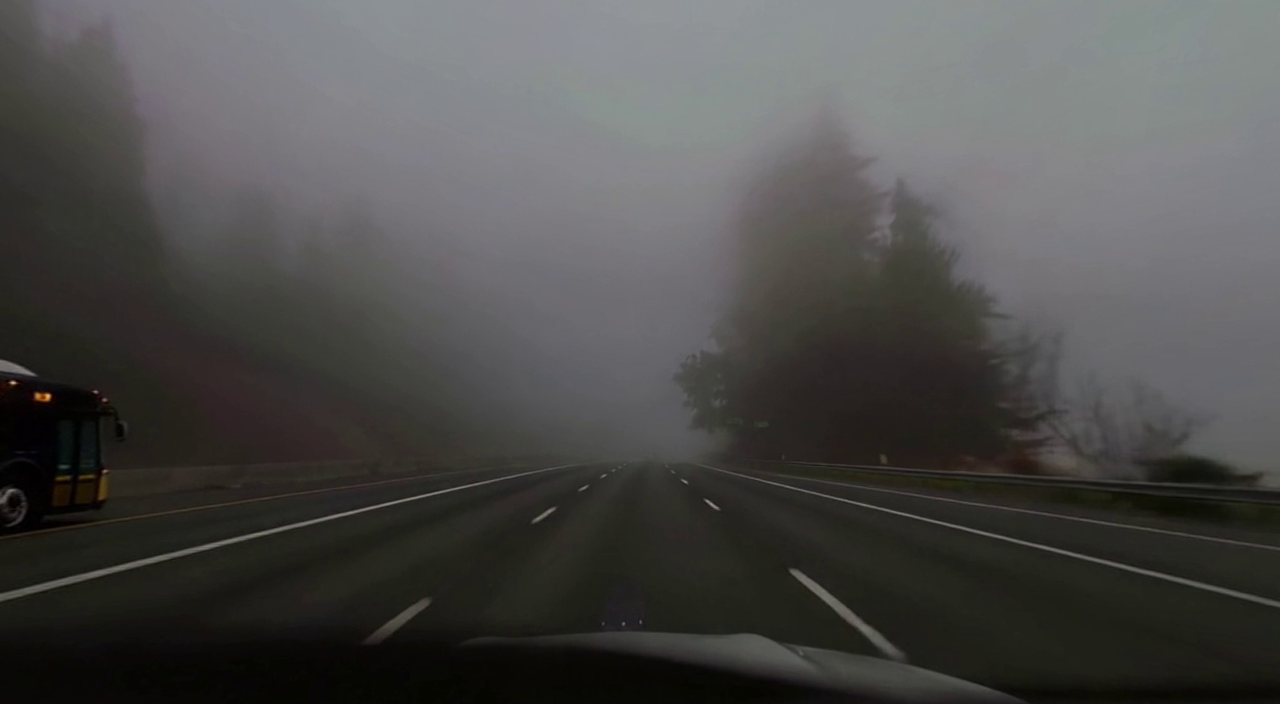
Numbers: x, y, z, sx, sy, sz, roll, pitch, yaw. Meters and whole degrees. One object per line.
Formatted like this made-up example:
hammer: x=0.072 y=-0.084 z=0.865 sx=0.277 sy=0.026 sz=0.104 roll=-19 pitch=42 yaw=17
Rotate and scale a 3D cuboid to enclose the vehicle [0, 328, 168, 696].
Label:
vehicle: x=-4.565 y=0.656 z=1.949 sx=2.127 sy=1.985 sz=5.205 roll=0 pitch=-8 yaw=0
